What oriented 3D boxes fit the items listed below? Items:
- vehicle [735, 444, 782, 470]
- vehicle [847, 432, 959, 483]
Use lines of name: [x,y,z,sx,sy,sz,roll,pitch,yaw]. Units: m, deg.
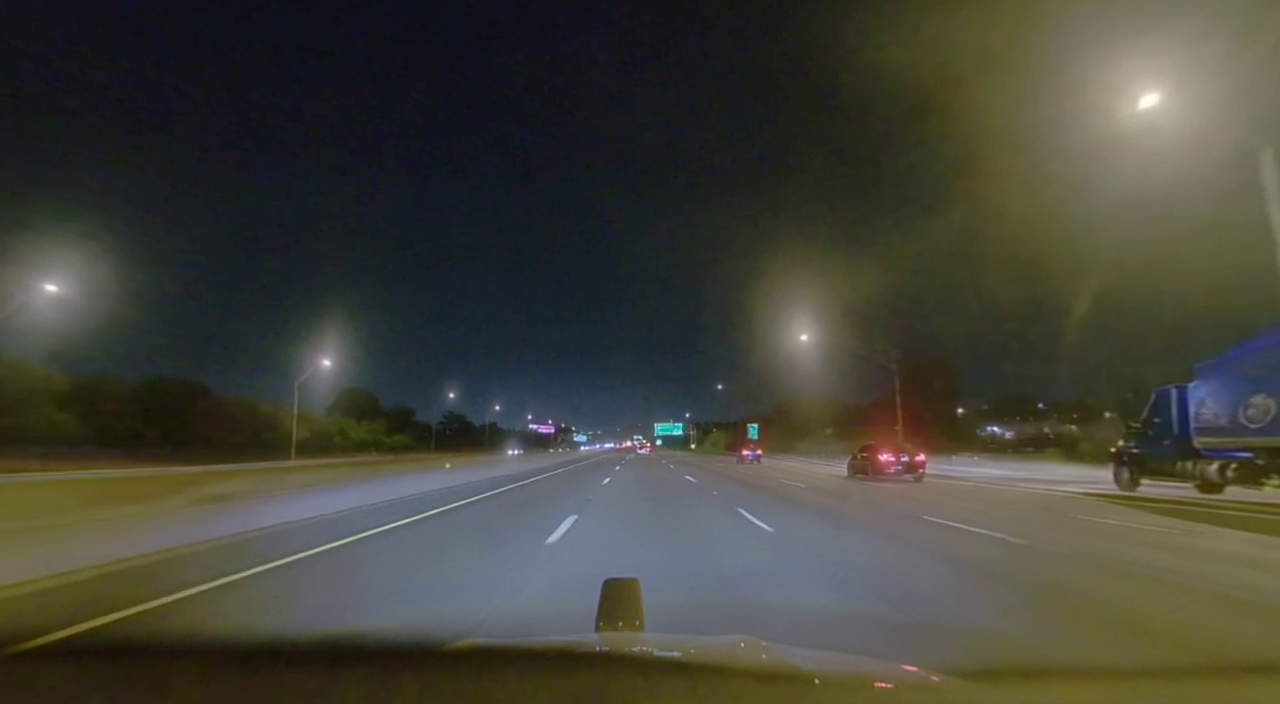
vehicle: [7.436,6.608,39.877,2.053,1.553,4.463,0,-9,0]
vehicle: [11.058,4.488,27.087,2.387,1.936,5.646,0,-9,0]
